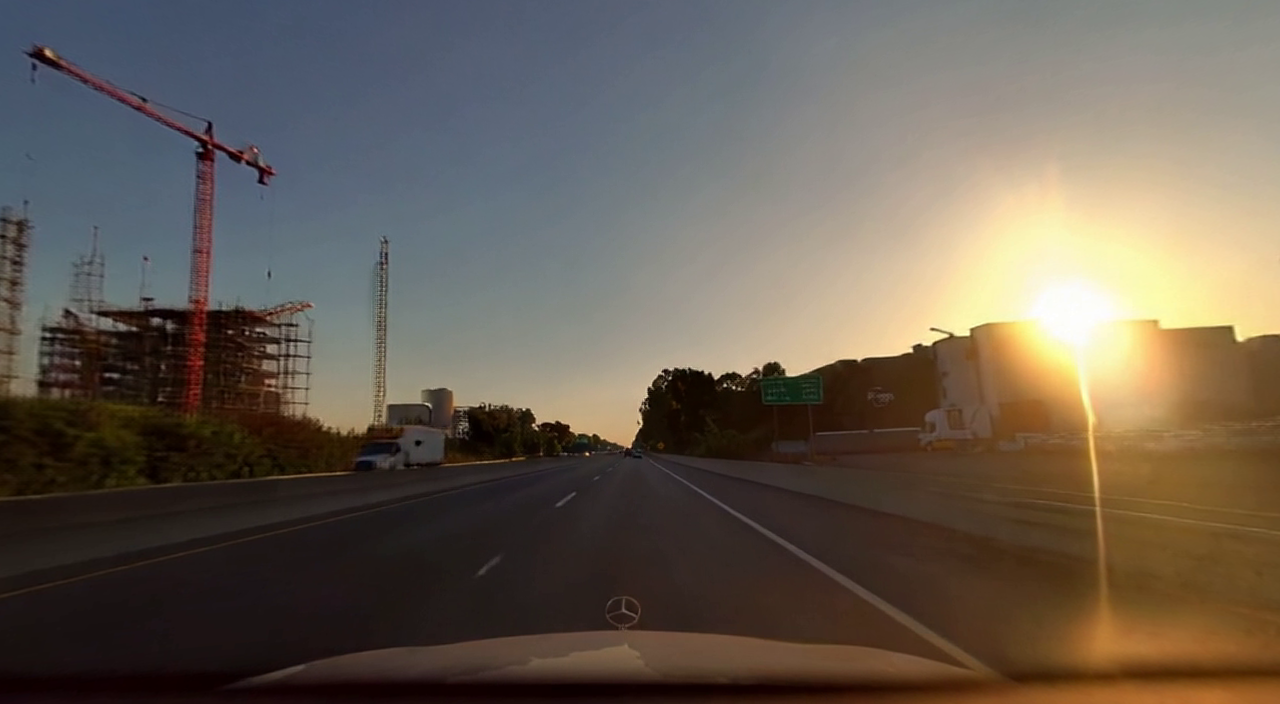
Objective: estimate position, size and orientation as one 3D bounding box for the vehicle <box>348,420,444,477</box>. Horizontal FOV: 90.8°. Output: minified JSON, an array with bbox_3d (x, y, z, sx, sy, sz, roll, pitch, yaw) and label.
[{"bbox_3d":[-16.430,6.638,43.351,2.917,3.480,8.865,0,-9,1],"label":"vehicle"}]
